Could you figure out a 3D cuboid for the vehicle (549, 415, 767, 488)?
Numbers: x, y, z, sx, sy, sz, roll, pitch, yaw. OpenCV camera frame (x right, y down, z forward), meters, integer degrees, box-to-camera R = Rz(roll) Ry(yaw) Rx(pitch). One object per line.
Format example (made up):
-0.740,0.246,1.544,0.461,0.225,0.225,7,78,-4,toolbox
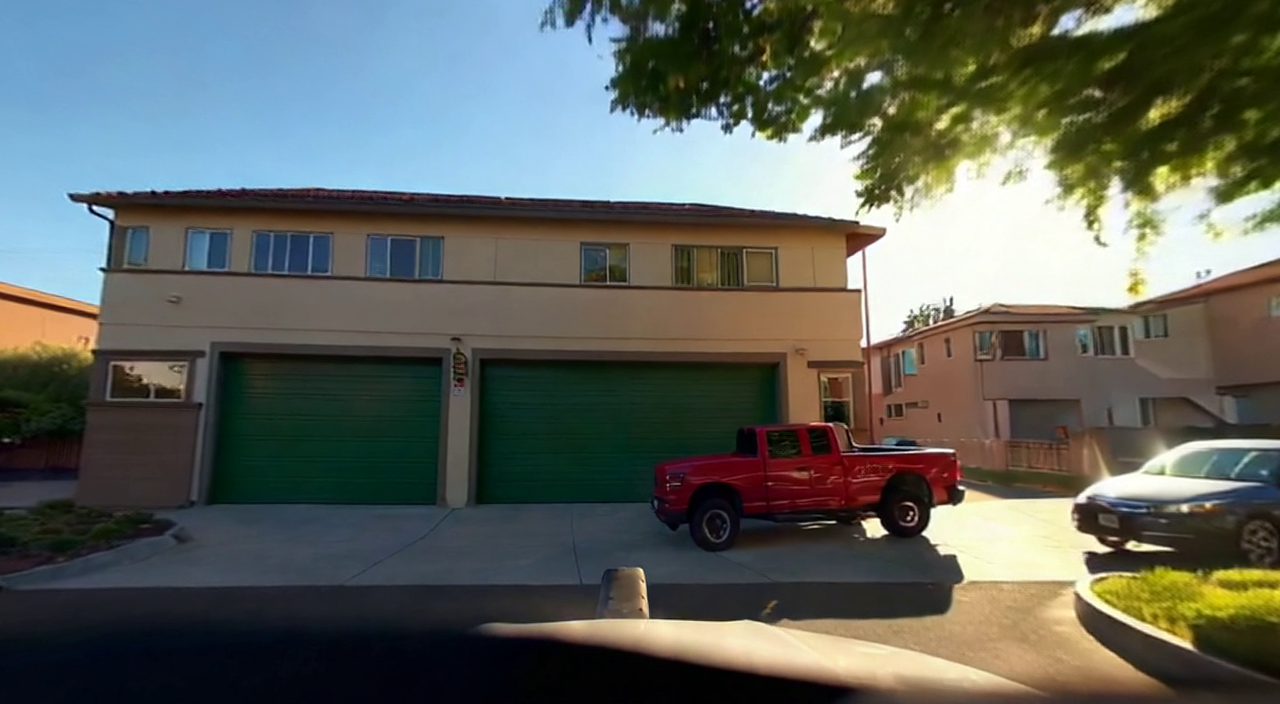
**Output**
0.449,2.734,17.441,5.600,1.835,2.161,0,-9,-1,vehicle

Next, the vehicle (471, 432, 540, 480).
-5.366,4.174,25.635,1.869,1.460,3.826,-3,-4,0,vehicle

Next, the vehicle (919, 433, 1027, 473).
14.826,4.543,28.267,3.770,1.496,1.951,3,-10,0,vehicle

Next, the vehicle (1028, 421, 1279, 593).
7.531,1.752,7.875,4.074,1.617,2.112,-1,-5,-8,vehicle
